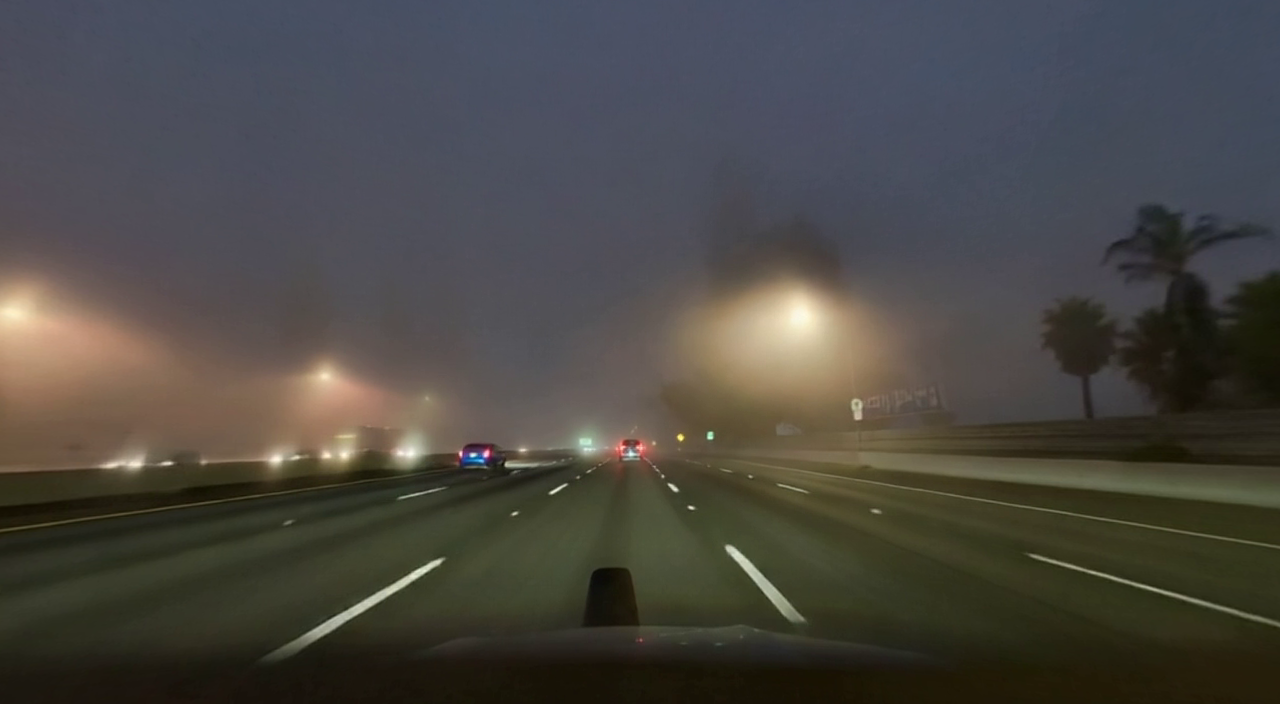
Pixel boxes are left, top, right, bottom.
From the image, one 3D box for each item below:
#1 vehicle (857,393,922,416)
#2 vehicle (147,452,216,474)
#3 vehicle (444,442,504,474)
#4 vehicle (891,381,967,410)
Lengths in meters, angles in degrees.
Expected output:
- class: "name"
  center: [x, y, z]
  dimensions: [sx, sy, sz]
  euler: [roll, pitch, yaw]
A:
- class: "vehicle"
  center: [16.651, 3.496, 42.231]
  dimensions: [3.548, 1.362, 1.745]
  euler: [-1, -9, 1]
- class: "vehicle"
  center: [-33.295, 8.054, 45.999]
  dimensions: [1.821, 1.429, 4.287]
  euler: [0, -9, 0]
- class: "vehicle"
  center: [-8.563, 5.492, 33.011]
  dimensions: [1.971, 1.552, 4.465]
  euler: [0, -9, 0]
- class: "vehicle"
  center: [16.930, 2.572, 37.107]
  dimensions: [3.587, 1.458, 1.870]
  euler: [1, -8, 2]
